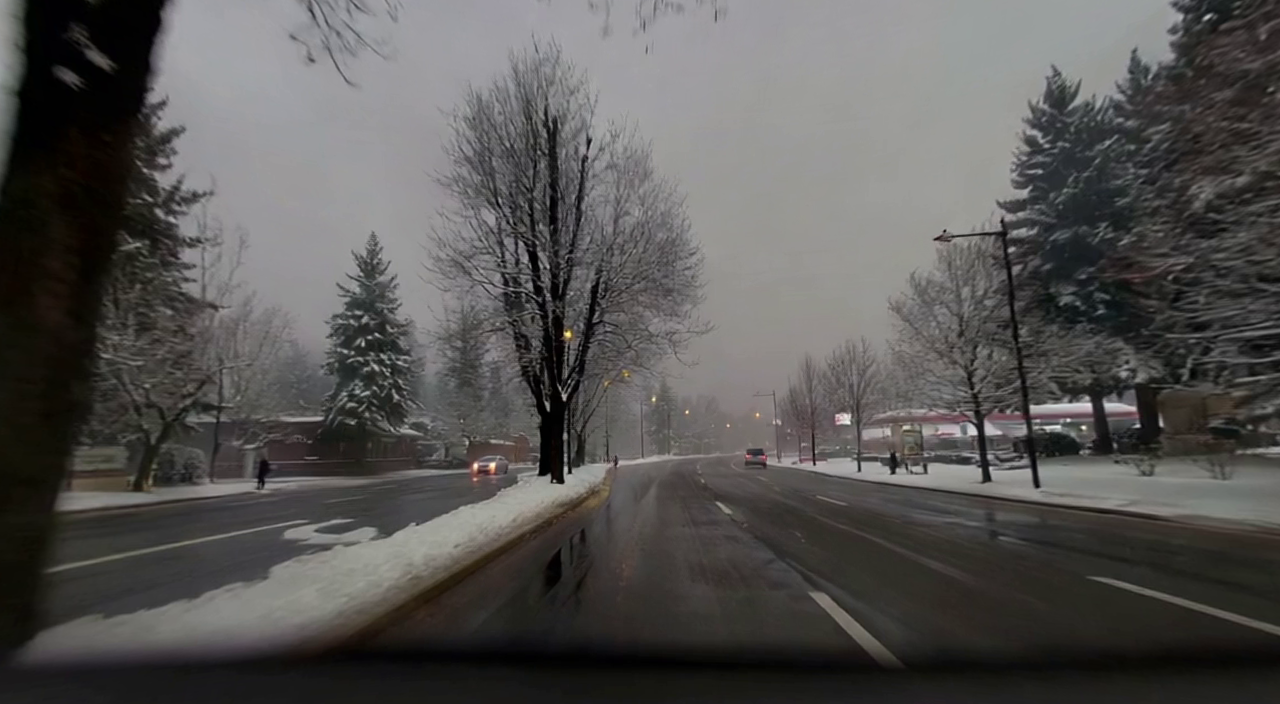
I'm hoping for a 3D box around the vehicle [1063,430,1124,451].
[{"bbox_3d":[31.003,6.040,43.220,3.303,1.375,1.483,2,-5,-11],"label":"vehicle"}]

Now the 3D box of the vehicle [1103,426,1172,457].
[{"bbox_3d":[31.505,5.665,40.008,3.449,1.428,1.548,-5,-10,-19],"label":"vehicle"}]
